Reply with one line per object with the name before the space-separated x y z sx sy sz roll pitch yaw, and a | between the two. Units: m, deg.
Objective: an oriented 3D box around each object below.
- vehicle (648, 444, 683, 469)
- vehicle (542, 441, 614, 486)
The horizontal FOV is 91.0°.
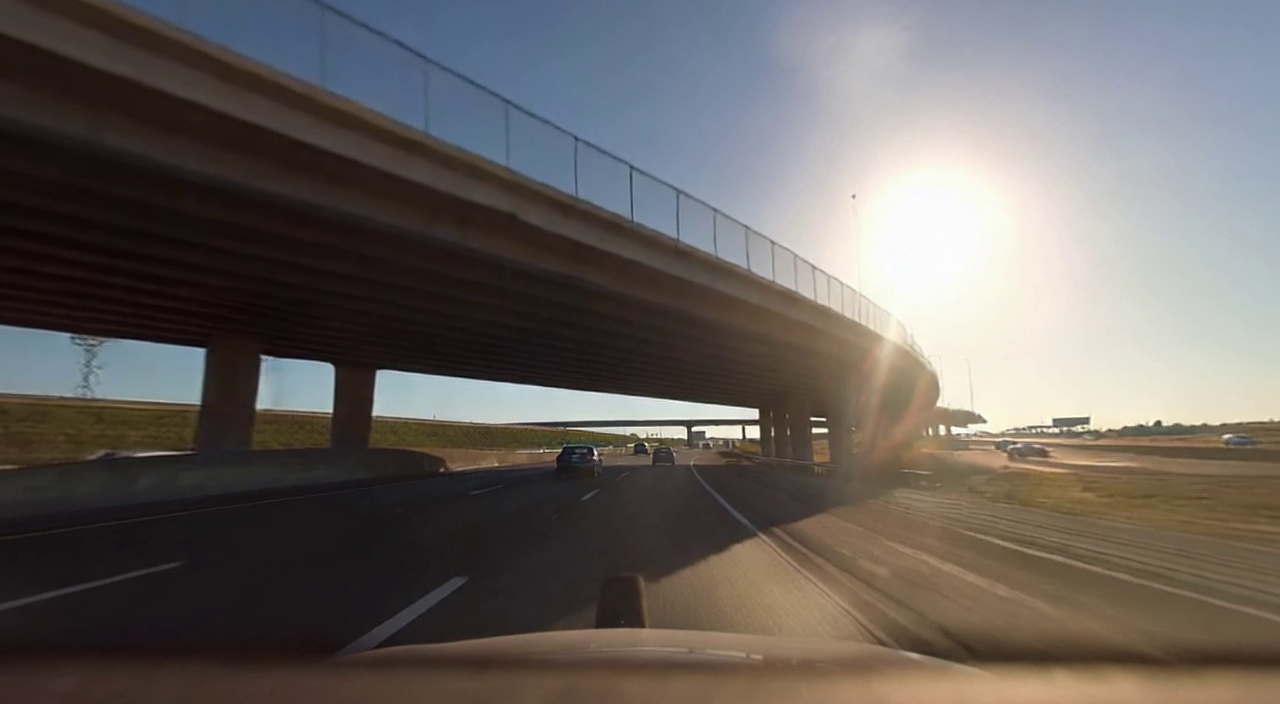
vehicle | 1.658 6.811 41.265 2.129 1.502 4.321 -1 -9 2
vehicle | -2.295 4.278 24.544 2.129 1.563 4.387 -1 -9 3
